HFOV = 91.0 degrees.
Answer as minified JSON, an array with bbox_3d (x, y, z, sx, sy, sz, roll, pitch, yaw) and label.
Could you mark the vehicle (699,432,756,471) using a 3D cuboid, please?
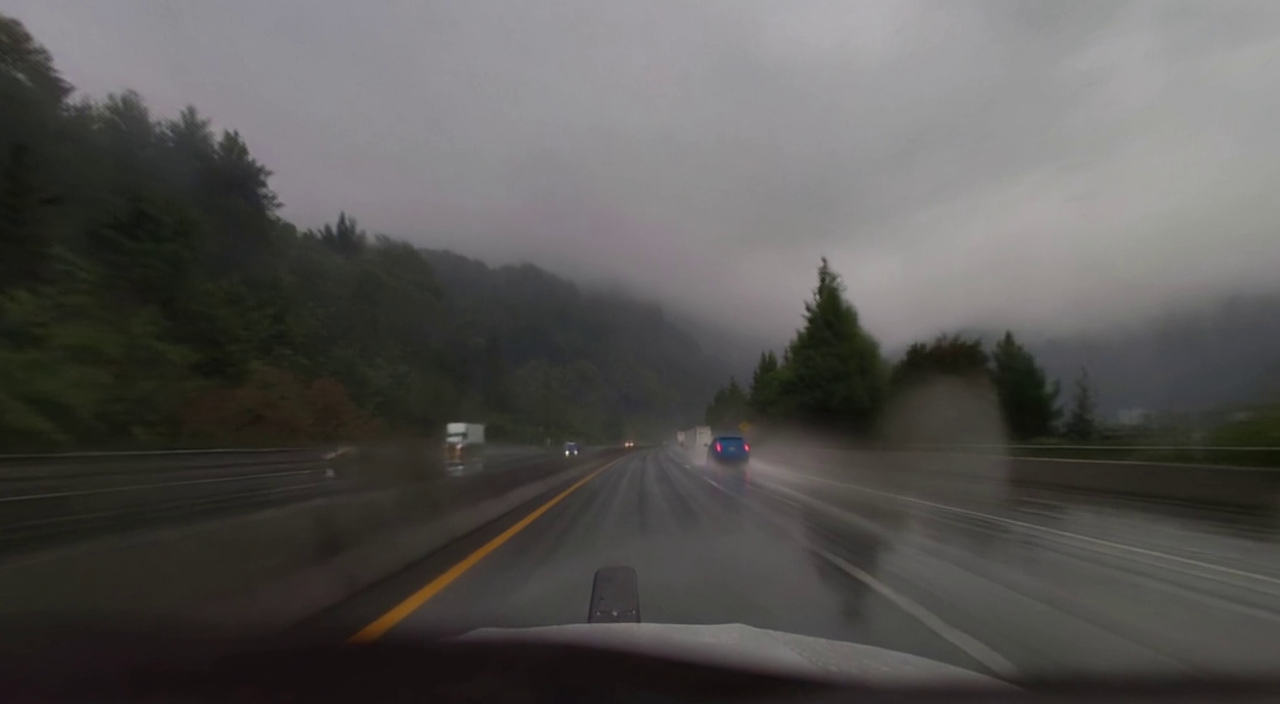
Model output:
[{"bbox_3d":[3.987,4.612,29.335,2.022,1.663,4.245,0,-8,0],"label":"vehicle"}]
